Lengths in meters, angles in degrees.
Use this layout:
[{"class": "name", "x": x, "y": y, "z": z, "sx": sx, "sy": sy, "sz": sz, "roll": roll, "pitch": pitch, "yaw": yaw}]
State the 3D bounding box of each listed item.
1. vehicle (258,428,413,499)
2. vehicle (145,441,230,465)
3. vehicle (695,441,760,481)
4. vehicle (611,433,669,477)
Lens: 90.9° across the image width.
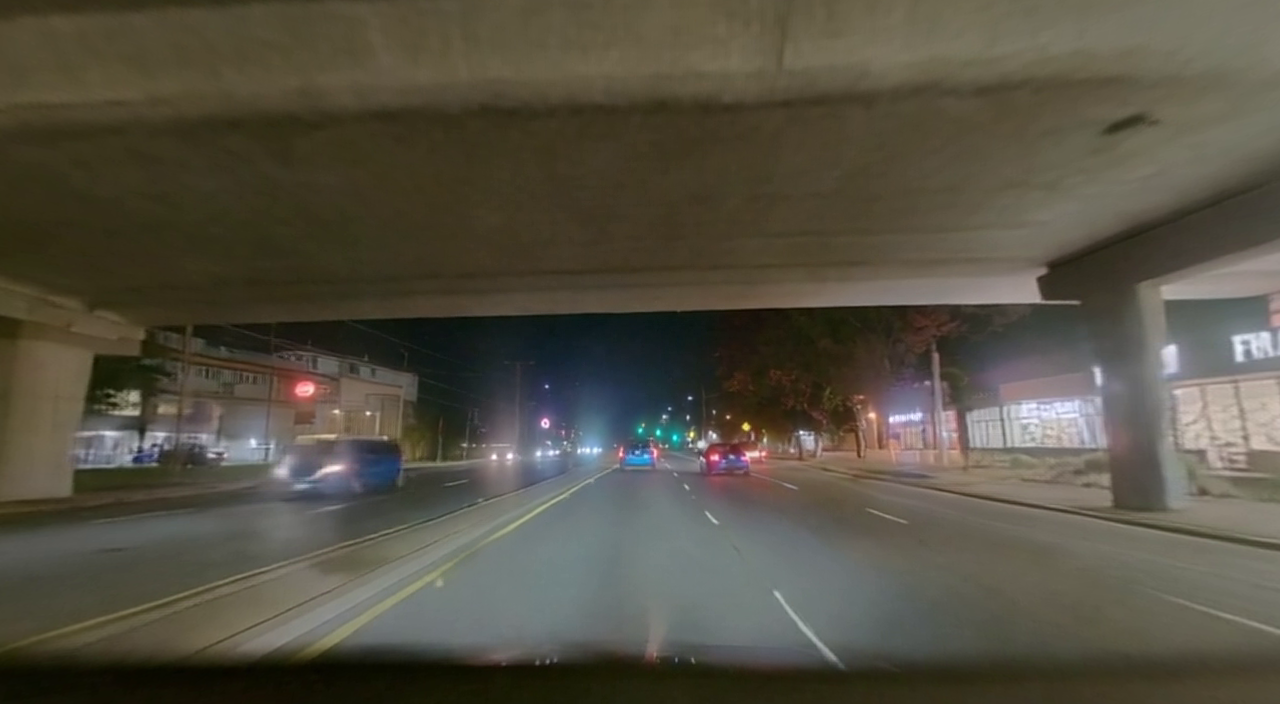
[{"class": "vehicle", "x": -8.670, "y": 3.198, "z": 18.546, "sx": 2.137, "sy": 1.811, "sz": 4.549, "roll": 0, "pitch": -8, "yaw": 2}, {"class": "vehicle", "x": -33.543, "y": 7.514, "z": 46.873, "sx": 4.540, "sy": 1.717, "sz": 2.066, "roll": 2, "pitch": -9, "yaw": -13}, {"class": "vehicle", "x": 3.462, "y": 4.394, "z": 25.764, "sx": 1.954, "sy": 1.479, "sz": 4.557, "roll": 0, "pitch": -8, "yaw": 0}, {"class": "vehicle", "x": 0.064, "y": 4.661, "z": 28.829, "sx": 2.441, "sy": 1.813, "sz": 4.581, "roll": 0, "pitch": -8, "yaw": 1}]
